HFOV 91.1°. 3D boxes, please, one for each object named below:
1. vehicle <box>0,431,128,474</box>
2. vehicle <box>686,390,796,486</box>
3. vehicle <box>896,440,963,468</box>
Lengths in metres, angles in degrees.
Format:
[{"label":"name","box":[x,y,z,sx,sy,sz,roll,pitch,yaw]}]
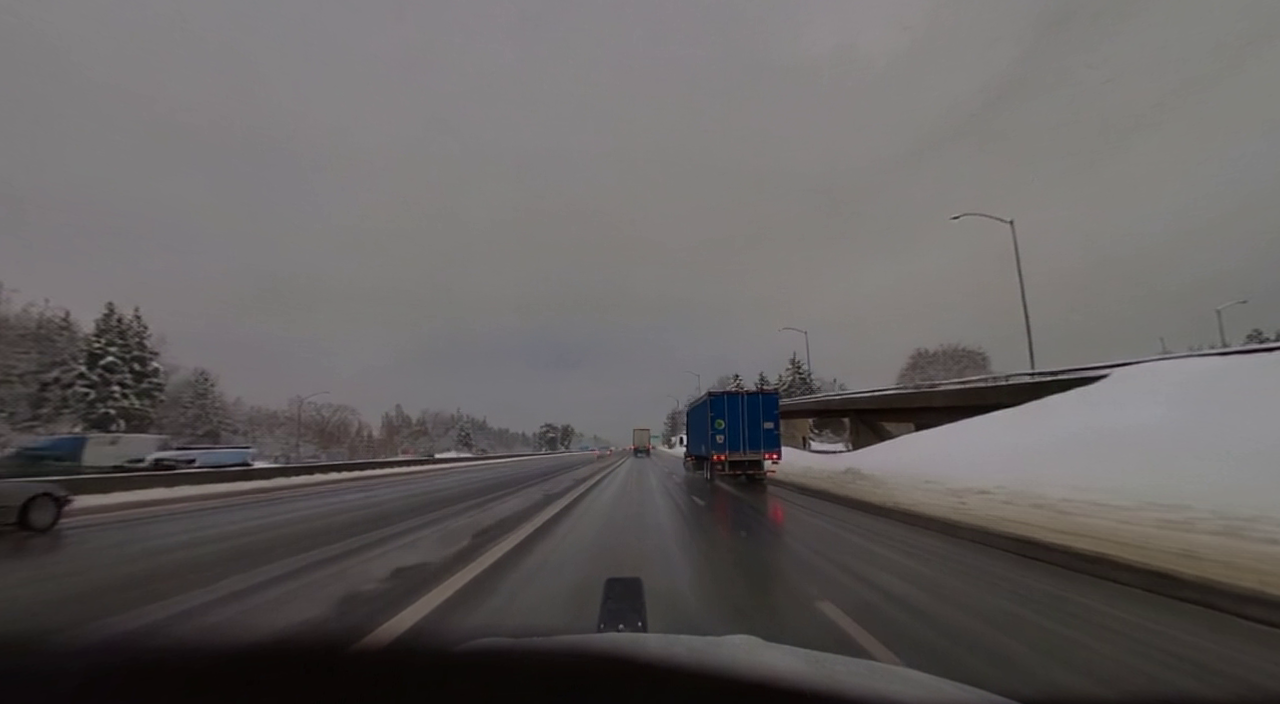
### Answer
[{"label":"vehicle","box":[-39.019,6.769,42.492,3.163,2.646,6.391,0,-9,0]},{"label":"vehicle","box":[3.969,3.885,27.767,3.049,3.395,10.595,0,-9,0]},{"label":"vehicle","box":[17.480,6.231,38.125,2.021,1.549,4.322,1,-10,0]}]
